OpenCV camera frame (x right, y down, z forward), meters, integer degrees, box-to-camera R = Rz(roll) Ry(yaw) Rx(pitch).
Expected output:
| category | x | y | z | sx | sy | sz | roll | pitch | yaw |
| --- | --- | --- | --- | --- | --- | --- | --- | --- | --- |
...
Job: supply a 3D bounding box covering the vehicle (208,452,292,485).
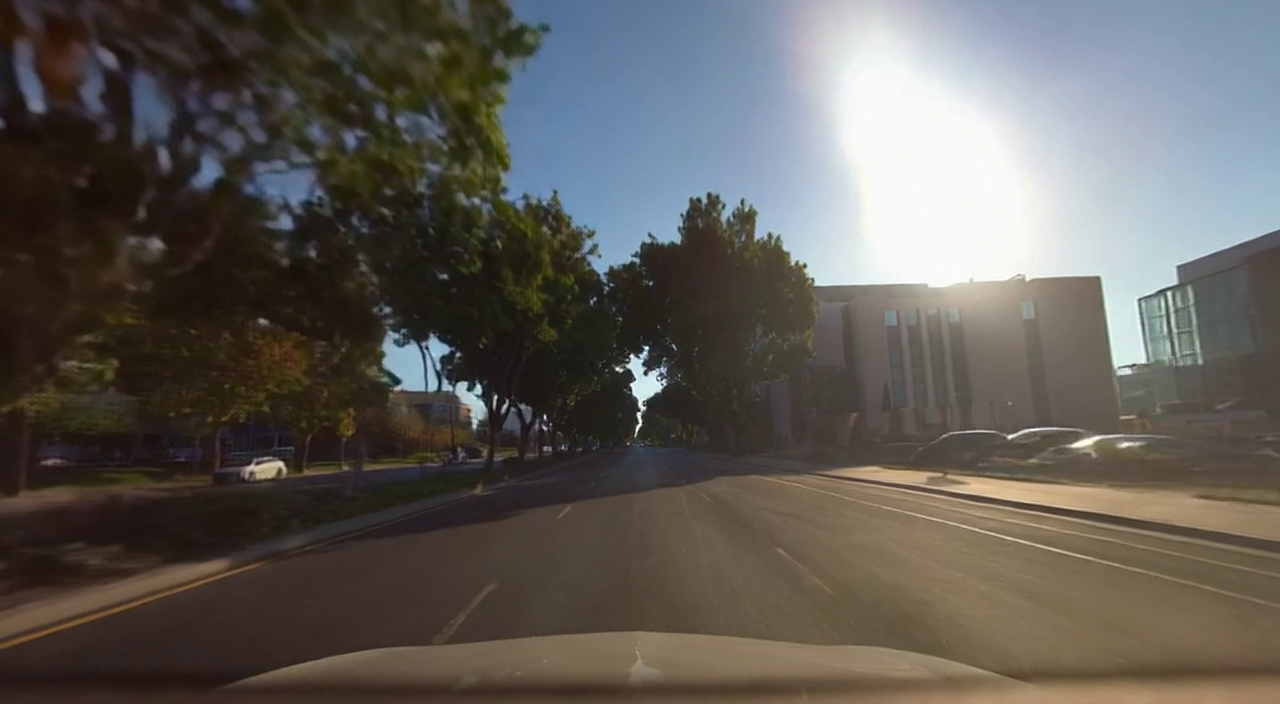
| category | x | y | z | sx | sy | sz | roll | pitch | yaw |
| --- | --- | --- | --- | --- | --- | --- | --- | --- | --- |
| vehicle | -22.271 | 6.656 | 36.325 | 1.990 | 1.650 | 4.617 | -1 | -8 | -1 |
